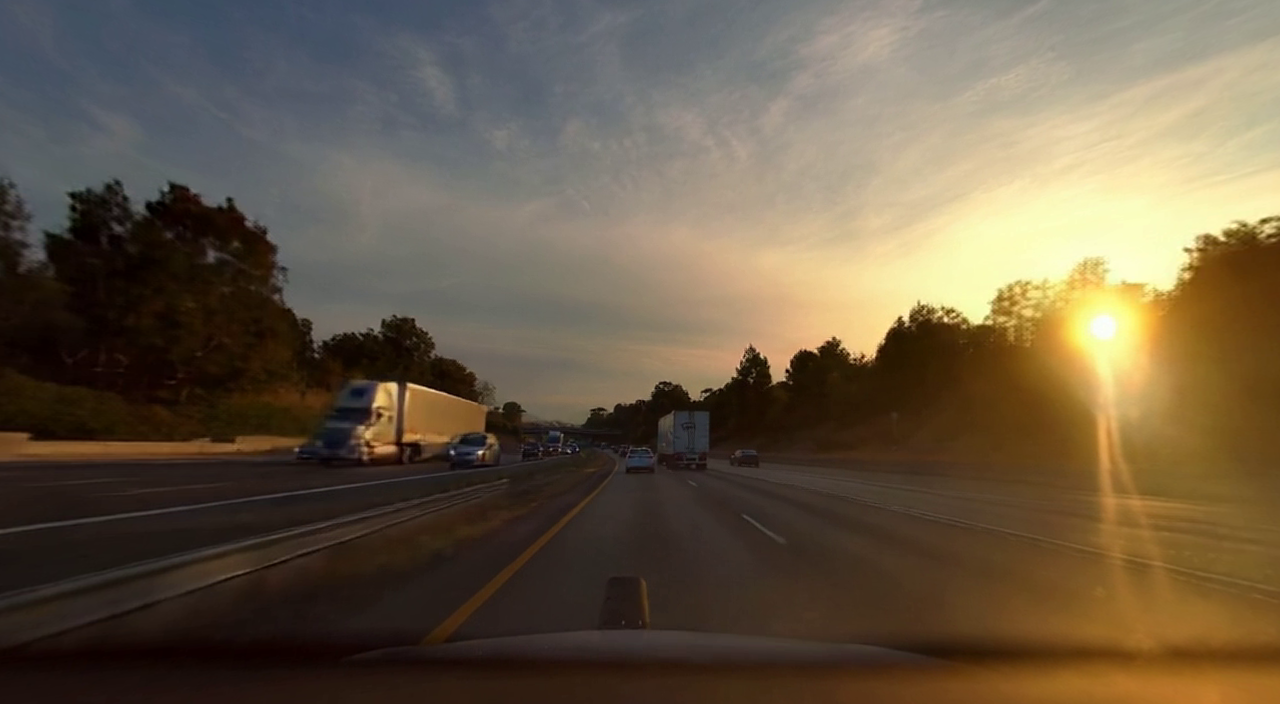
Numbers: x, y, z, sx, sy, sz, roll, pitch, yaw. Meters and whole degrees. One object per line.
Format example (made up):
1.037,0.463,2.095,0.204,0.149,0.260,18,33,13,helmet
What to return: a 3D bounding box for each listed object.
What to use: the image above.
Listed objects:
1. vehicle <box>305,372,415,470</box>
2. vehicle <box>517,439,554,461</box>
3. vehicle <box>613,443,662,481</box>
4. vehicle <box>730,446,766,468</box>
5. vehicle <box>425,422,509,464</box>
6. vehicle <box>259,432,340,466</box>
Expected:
-11.969,3.053,27.329,3.011,3.951,3.378,0,-9,0,vehicle
-7.414,6.991,44.987,1.928,1.473,4.170,0,-9,0,vehicle
-0.138,4.998,28.875,2.111,1.599,3.859,0,-9,-1,vehicle
8.472,8.260,49.656,1.902,1.652,3.995,0,-9,-3,vehicle
-7.984,4.322,29.801,2.382,1.802,5.288,0,-9,1,vehicle
-18.155,5.213,33.847,2.052,1.652,4.093,0,-9,0,vehicle
